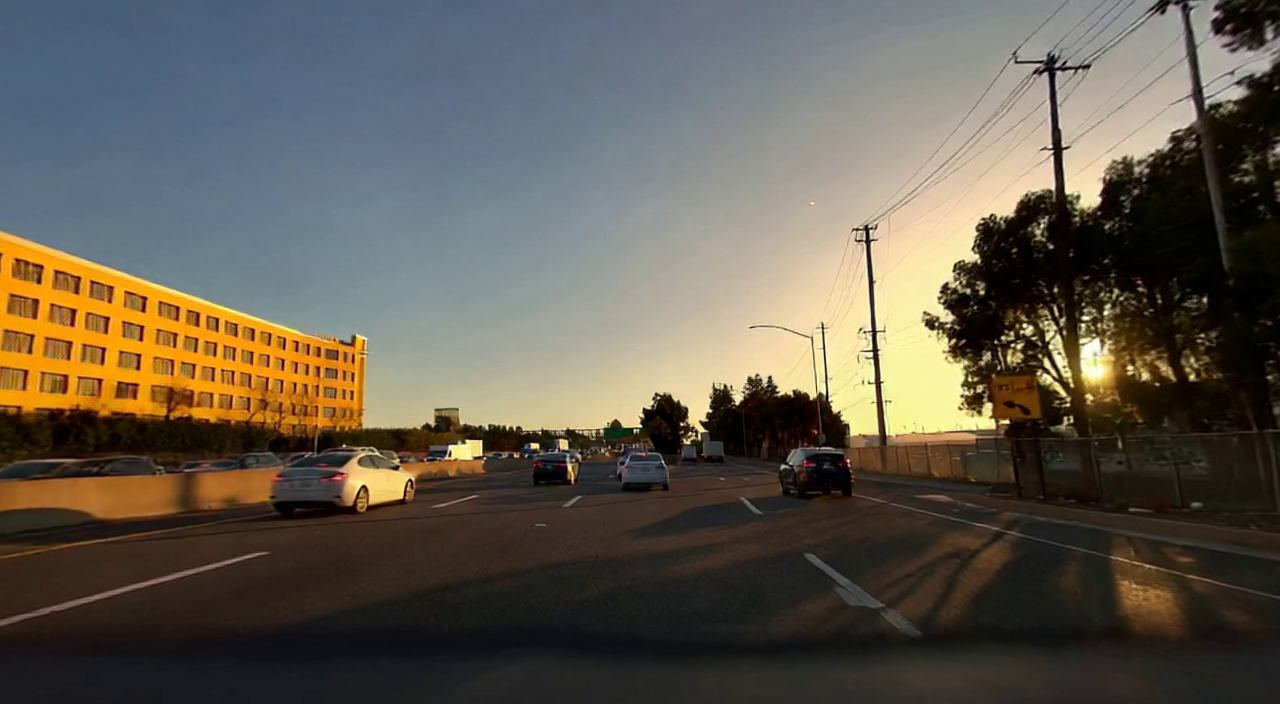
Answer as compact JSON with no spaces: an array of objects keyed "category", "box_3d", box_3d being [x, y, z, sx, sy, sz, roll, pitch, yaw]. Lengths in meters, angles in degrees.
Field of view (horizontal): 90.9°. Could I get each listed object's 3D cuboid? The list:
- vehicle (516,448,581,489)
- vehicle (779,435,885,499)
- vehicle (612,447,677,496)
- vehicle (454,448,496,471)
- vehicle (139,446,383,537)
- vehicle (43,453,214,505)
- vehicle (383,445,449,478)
[{"category":"vehicle","box_3d":[-3.698,4.790,26.286,2.034,1.466,4.363,-1,-8,1]},{"category":"vehicle","box_3d":[6.060,3.674,20.609,2.106,1.817,4.845,-1,-8,3]},{"category":"vehicle","box_3d":[0.132,4.167,22.399,2.107,1.538,3.999,0,-8,0]},{"category":"vehicle","box_3d":[-12.548,8.186,48.227,1.991,1.537,4.464,0,-8,0]},{"category":"vehicle","box_3d":[-7.372,2.710,13.062,2.069,1.488,4.780,0,-8,0]},{"category":"vehicle","box_3d":[-16.824,4.160,21.131,1.854,1.433,4.603,-1,-8,1]},{"category":"vehicle","box_3d":[-12.756,6.251,36.221,2.037,1.712,4.530,-1,-8,1]}]
